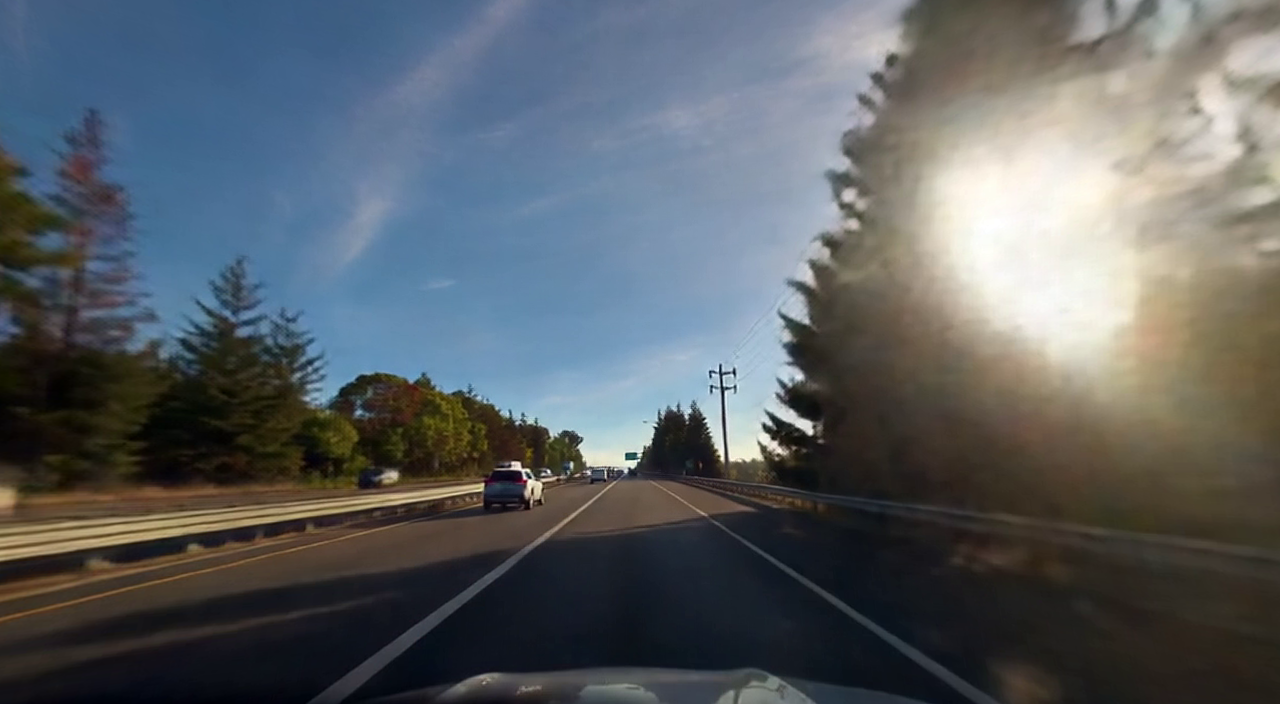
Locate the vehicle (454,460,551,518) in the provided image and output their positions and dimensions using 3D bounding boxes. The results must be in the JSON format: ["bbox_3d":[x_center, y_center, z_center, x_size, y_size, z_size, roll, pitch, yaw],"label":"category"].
[{"bbox_3d":[-3.984,4.062,19.040,1.963,1.501,4.227,1,-11,0],"label":"vehicle"}]
